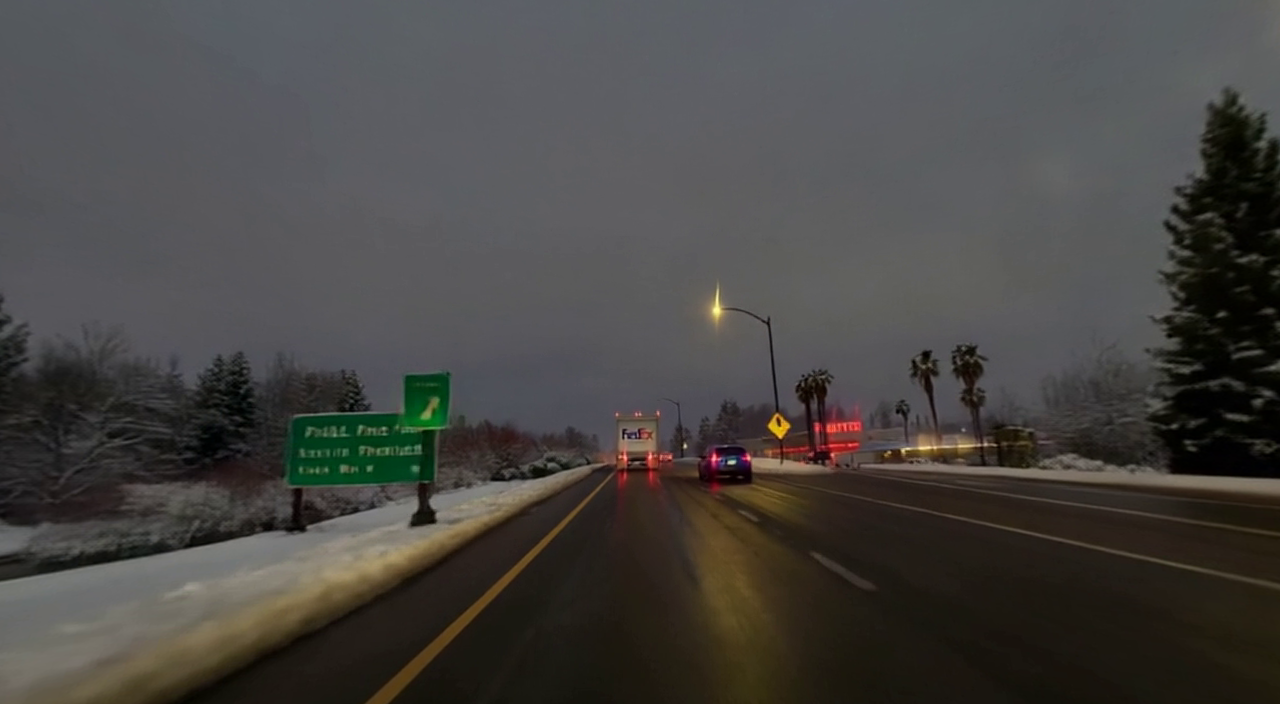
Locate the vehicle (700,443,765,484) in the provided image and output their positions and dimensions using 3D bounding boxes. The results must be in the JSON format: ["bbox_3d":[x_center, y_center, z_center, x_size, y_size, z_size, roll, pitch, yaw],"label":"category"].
[{"bbox_3d":[3.734,4.587,26.185,1.966,1.558,4.238,0,-9,-1],"label":"vehicle"}]

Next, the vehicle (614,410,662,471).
[{"bbox_3d":[-0.231,6.875,48.531,3.243,4.134,11.656,0,-9,-1],"label":"vehicle"}]
